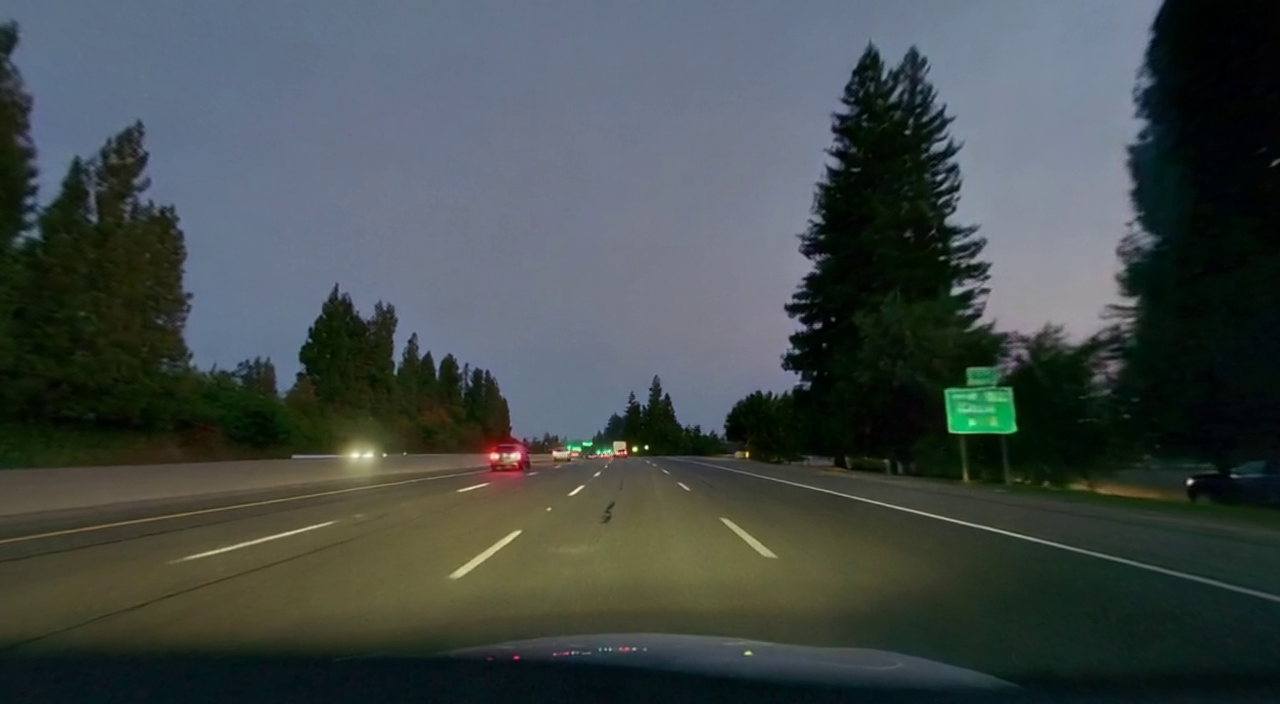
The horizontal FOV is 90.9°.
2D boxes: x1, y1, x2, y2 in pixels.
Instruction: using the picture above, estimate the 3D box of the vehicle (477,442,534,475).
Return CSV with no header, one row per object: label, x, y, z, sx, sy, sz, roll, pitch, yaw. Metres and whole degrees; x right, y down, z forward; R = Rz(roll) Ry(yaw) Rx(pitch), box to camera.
vehicle,-7.671,6.120,36.548,2.179,1.710,5.160,0,-8,0
